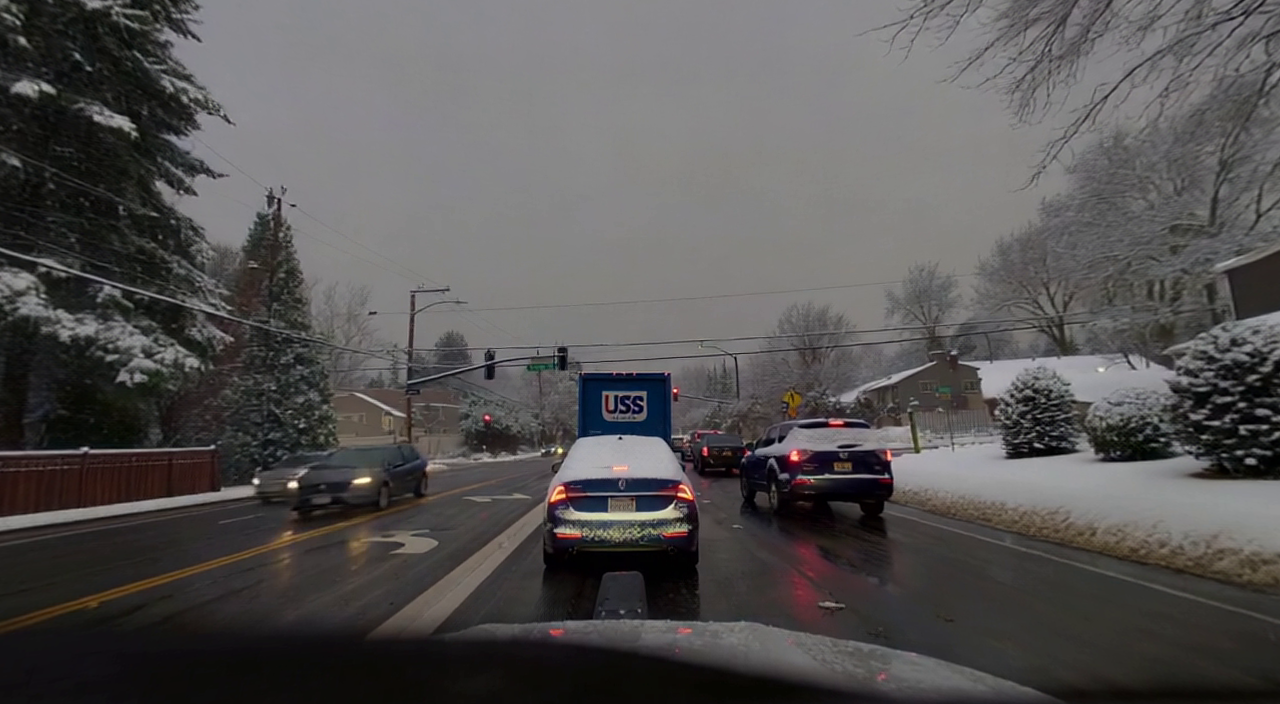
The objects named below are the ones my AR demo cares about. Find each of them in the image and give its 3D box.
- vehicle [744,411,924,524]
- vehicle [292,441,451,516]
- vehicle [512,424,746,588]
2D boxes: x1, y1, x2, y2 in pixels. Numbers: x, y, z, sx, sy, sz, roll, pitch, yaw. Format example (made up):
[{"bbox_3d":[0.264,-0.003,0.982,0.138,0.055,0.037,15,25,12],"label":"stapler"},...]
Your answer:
[{"bbox_3d":[3.595,2.248,12.794,2.145,1.847,4.524,0,-8,0],"label":"vehicle"},{"bbox_3d":[-6.254,2.968,15.439,1.800,1.520,4.691,0,-8,0],"label":"vehicle"},{"bbox_3d":[-0.152,1.718,7.937,2.135,1.483,4.207,0,-8,-2],"label":"vehicle"}]
